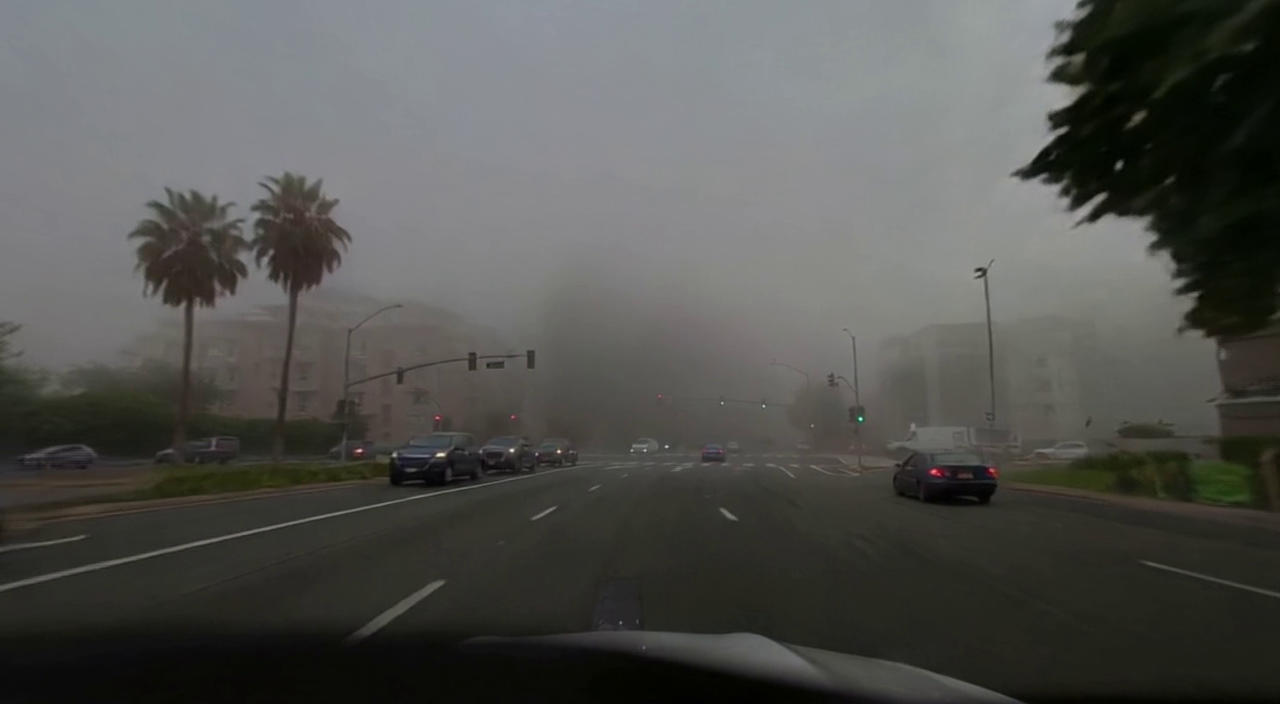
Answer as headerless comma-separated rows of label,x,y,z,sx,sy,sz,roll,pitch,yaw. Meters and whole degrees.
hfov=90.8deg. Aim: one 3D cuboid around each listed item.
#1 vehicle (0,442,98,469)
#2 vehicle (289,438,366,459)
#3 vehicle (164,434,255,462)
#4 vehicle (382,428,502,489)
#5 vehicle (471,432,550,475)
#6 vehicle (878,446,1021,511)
vehicle,-38.191,6.634,40.752,4.702,1.449,1.833,5,-10,-43
vehicle,-23.764,7.351,48.257,4.814,1.506,2.015,2,-9,-9
vehicle,-30.689,6.832,45.219,5.112,1.780,1.981,3,-8,-28
vehicle,-6.293,3.443,20.810,2.072,1.738,4.757,0,-8,5
vehicle,-5.774,4.615,28.952,2.188,1.789,4.881,0,-8,5
vehicle,8.151,3.328,17.215,2.144,1.473,4.638,-1,-8,8
